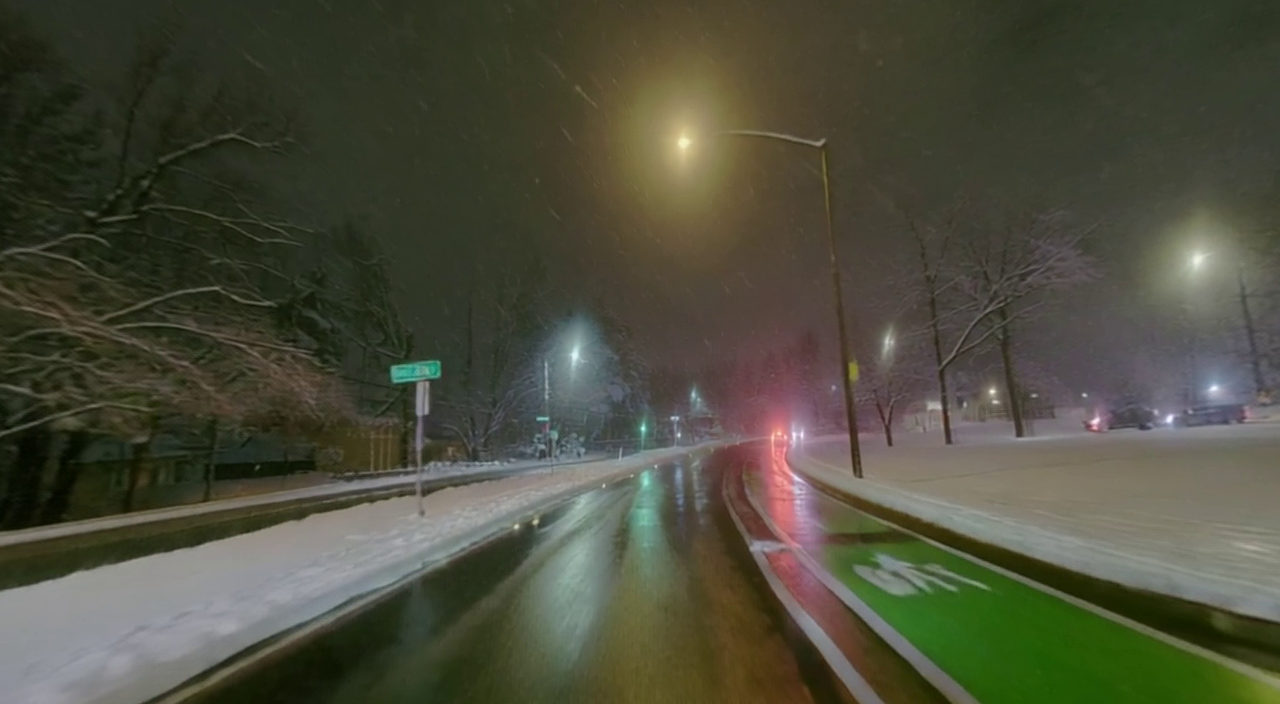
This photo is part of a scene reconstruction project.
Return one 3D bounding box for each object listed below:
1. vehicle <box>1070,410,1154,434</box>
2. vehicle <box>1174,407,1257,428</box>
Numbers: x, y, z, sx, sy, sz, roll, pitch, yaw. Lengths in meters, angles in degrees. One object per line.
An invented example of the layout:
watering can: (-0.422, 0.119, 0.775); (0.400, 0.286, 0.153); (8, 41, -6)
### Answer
vehicle: (34.223, 5.088, 45.874); (4.615, 1.610, 2.040); (0, -8, -6)
vehicle: (41.850, 4.776, 45.976); (4.406, 1.461, 1.851); (0, -8, -5)
